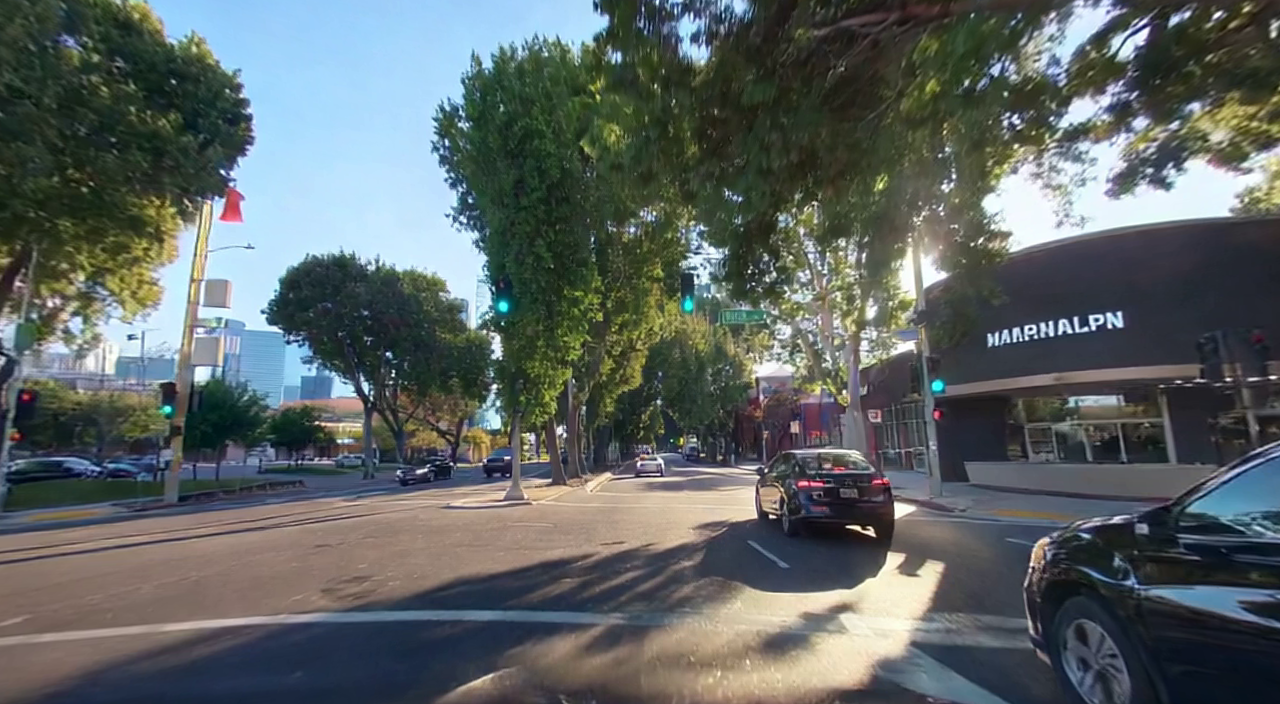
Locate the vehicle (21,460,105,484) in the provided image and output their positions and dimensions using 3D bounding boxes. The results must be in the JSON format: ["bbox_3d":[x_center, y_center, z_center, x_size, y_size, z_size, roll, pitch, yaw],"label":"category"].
[{"bbox_3d":[-44.392,9.238,48.567,4.430,1.765,2.075,0,-8,1],"label":"vehicle"}]

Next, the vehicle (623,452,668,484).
[{"bbox_3d":[0.239,5.376,29.463,1.945,1.343,3.827,0,-8,0],"label":"vehicle"}]

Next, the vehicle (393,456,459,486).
[{"bbox_3d":[-11.949,6.642,35.507,2.022,1.459,4.670,0,-8,1],"label":"vehicle"}]

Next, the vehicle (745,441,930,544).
[{"bbox_3d":[3.285,2.398,11.454,1.989,1.498,4.050,0,-8,-1],"label":"vehicle"}]

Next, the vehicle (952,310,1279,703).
[{"bbox_3d":[3.099,0.724,1.810,2.143,1.759,4.531,0,-8,1],"label":"vehicle"}]

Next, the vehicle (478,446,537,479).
[{"bbox_3d":[-8.179,6.852,39.557,2.329,1.921,5.842,0,-8,1],"label":"vehicle"}]
